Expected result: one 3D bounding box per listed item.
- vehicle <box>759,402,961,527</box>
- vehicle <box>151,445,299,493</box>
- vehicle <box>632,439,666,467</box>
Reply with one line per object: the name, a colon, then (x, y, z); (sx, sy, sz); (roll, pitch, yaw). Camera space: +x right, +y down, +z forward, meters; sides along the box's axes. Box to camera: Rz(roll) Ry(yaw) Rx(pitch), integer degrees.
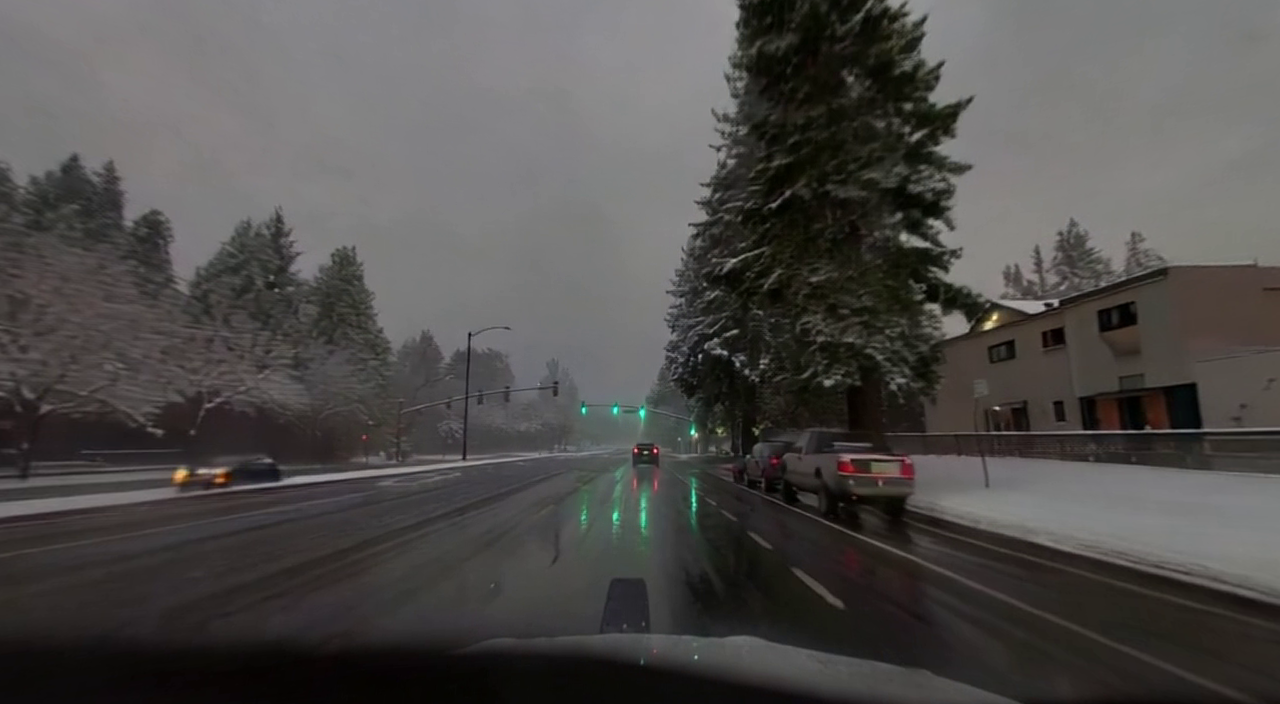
vehicle: (4.321, 2.371, 13.908); (2.162, 2.080, 6.515); (0, -8, 1)
vehicle: (-14.278, 4.014, 22.116); (1.960, 1.487, 4.632); (0, -8, 1)
vehicle: (0.595, 6.808, 42.583); (2.169, 1.751, 4.276); (0, -8, 1)
